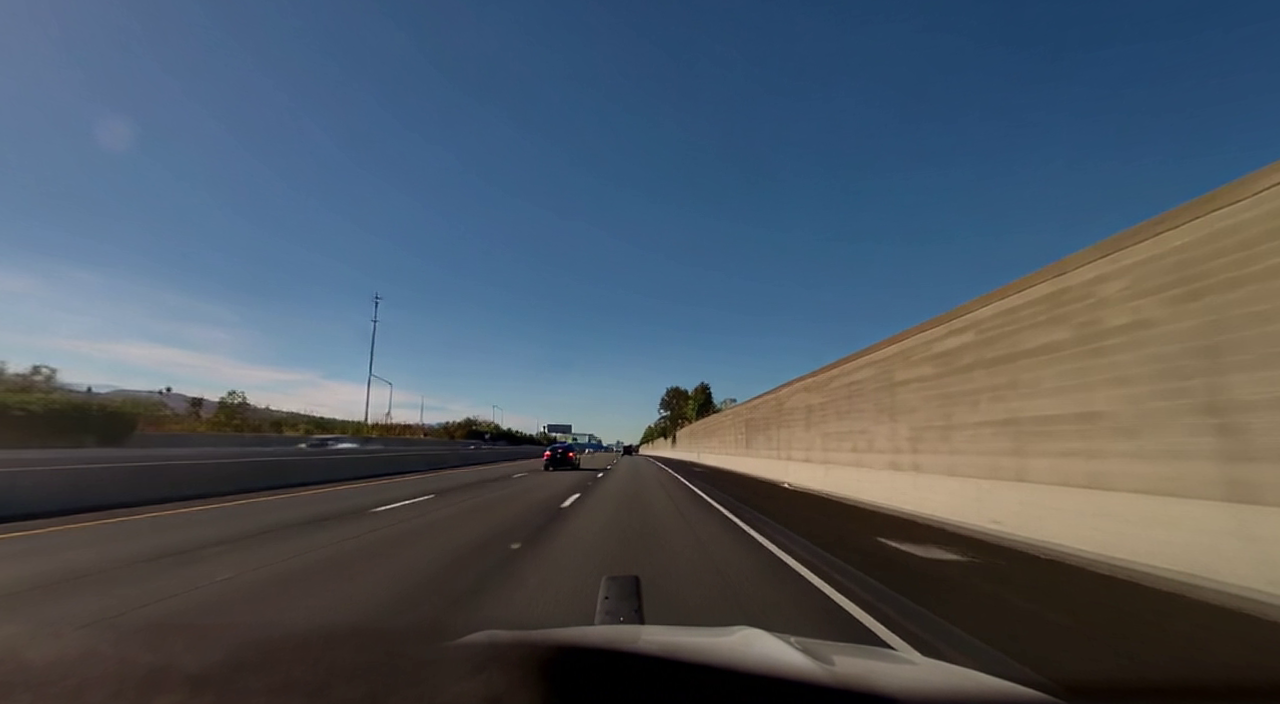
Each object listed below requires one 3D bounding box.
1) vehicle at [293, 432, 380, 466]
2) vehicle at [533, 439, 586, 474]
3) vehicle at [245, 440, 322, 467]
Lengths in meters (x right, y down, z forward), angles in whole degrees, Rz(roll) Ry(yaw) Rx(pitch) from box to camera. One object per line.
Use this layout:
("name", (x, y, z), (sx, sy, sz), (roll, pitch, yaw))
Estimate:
("vehicle", (-17.188, 5.549, 36.055), (2.261, 1.747, 5.352), (1, -9, 0))
("vehicle", (-4.089, 5.391, 32.711), (2.133, 1.683, 4.340), (1, -9, 0))
("vehicle", (-21.172, 6.066, 37.654), (1.861, 1.485, 4.658), (0, -9, 0))
